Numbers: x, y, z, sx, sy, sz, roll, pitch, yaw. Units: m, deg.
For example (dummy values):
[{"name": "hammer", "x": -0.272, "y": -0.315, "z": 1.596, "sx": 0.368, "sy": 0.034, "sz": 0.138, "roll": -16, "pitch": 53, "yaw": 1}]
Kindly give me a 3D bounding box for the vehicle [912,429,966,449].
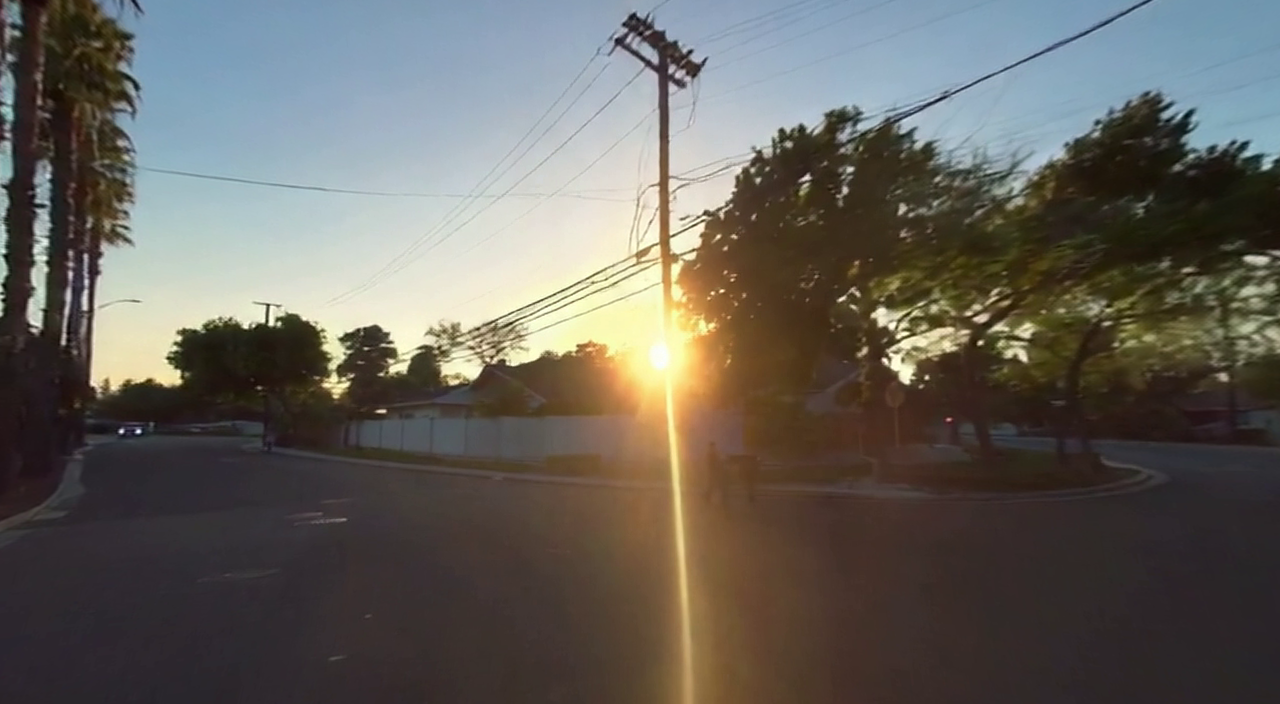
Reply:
[{"name": "vehicle", "x": 23.405, "y": 6.819, "z": 49.476, "sx": 3.581, "sy": 1.474, "sz": 1.702, "roll": -4, "pitch": -9, "yaw": 34}]
